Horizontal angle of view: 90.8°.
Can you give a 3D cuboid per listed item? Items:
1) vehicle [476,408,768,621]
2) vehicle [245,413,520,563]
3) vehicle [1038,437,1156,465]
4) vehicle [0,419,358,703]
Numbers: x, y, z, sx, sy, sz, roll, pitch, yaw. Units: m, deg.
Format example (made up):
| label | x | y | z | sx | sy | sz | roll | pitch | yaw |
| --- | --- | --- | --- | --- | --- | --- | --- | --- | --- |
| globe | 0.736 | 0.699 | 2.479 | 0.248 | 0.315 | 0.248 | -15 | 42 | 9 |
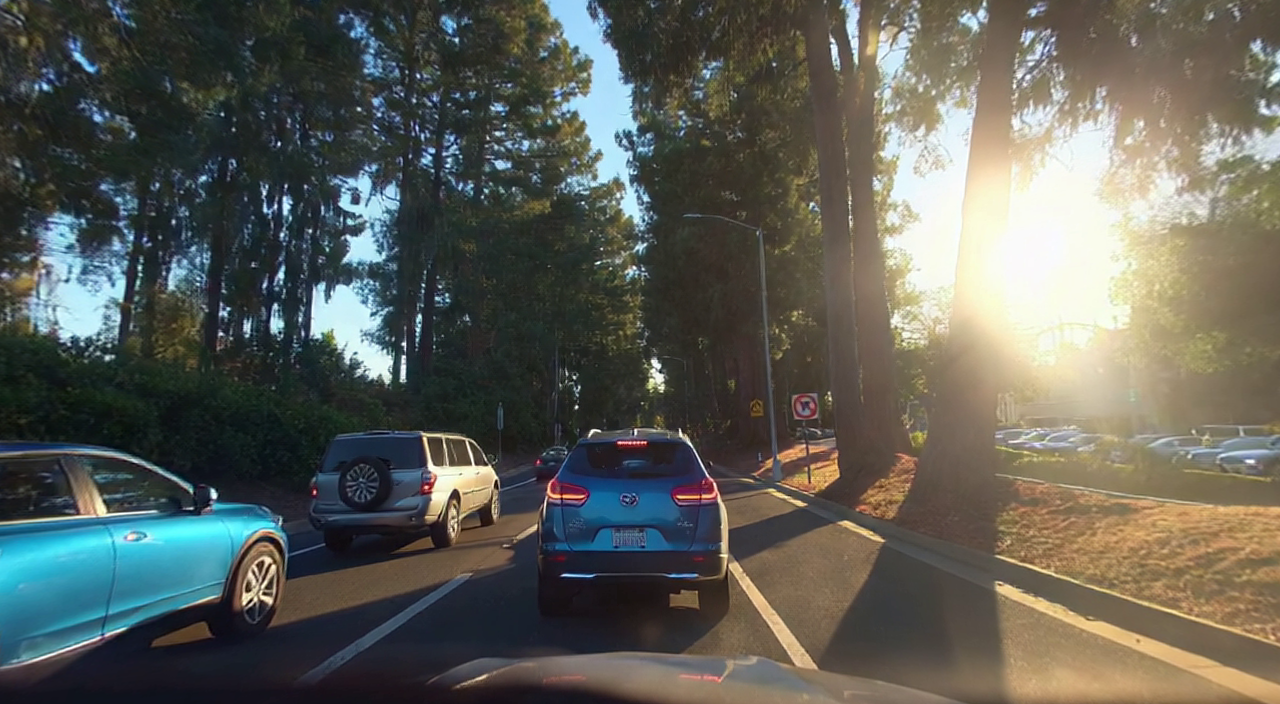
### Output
| label | x | y | z | sx | sy | sz | roll | pitch | yaw |
| --- | --- | --- | --- | --- | --- | --- | --- | --- | --- |
| vehicle | -0.032 | 1.520 | 6.830 | 2.229 | 1.591 | 3.897 | -1 | -8 | 3 |
| vehicle | -3.491 | 1.943 | 9.821 | 2.188 | 1.745 | 4.618 | 0 | -8 | 2 |
| vehicle | 28.463 | 6.171 | 39.453 | 5.955 | 1.702 | 2.166 | 1 | -8 | -6 |
| vehicle | -3.656 | 1.164 | 3.625 | 1.922 | 1.464 | 4.424 | 0 | -8 | 2 |
